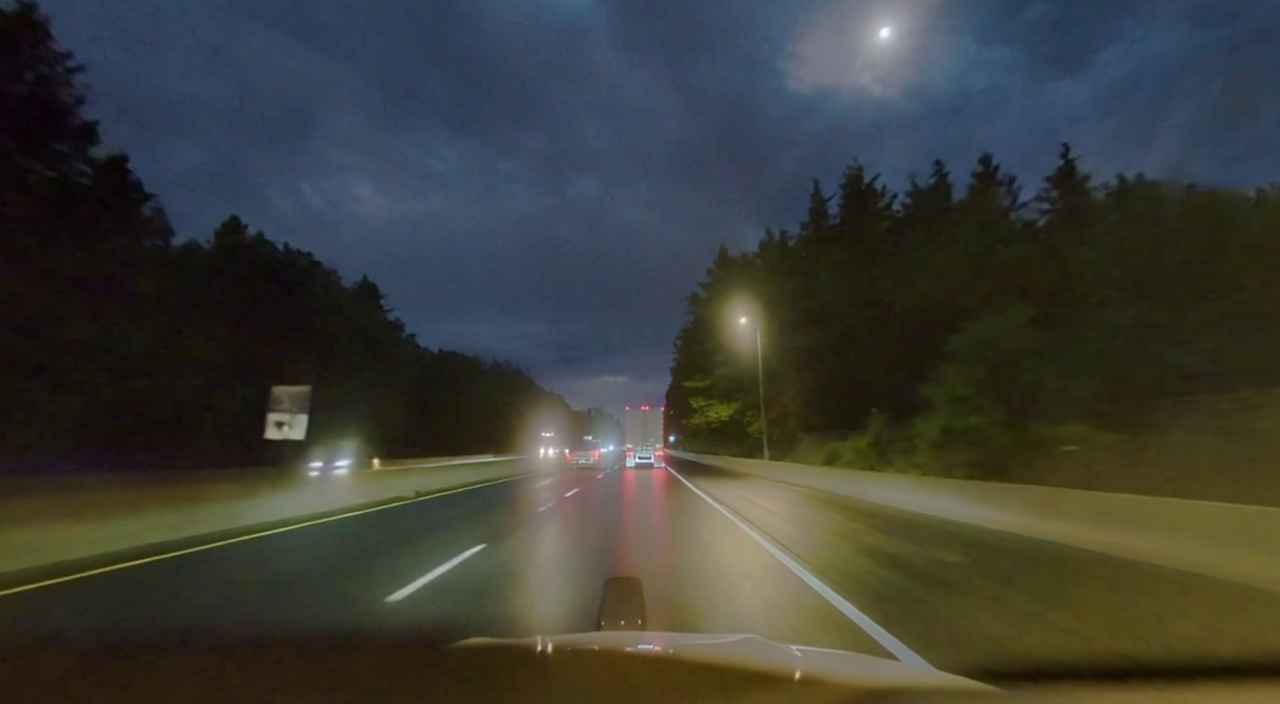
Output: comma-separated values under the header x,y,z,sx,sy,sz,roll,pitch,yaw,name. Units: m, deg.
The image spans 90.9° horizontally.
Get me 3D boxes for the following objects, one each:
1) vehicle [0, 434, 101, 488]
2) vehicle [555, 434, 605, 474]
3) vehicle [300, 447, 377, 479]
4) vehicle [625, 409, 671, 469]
x,y,z,sx,sy,sz,roll,pitch,yaw,name
-43.944,8.034,46.951,2.807,3.656,7.763,3,-9,-19,vehicle
-3.370,5.937,36.864,2.283,2.156,5.546,0,-9,1,vehicle
-15.997,5.888,33.645,1.978,1.616,4.154,0,-9,1,vehicle
0.495,6.556,47.105,3.024,3.965,10.399,0,-9,0,vehicle
